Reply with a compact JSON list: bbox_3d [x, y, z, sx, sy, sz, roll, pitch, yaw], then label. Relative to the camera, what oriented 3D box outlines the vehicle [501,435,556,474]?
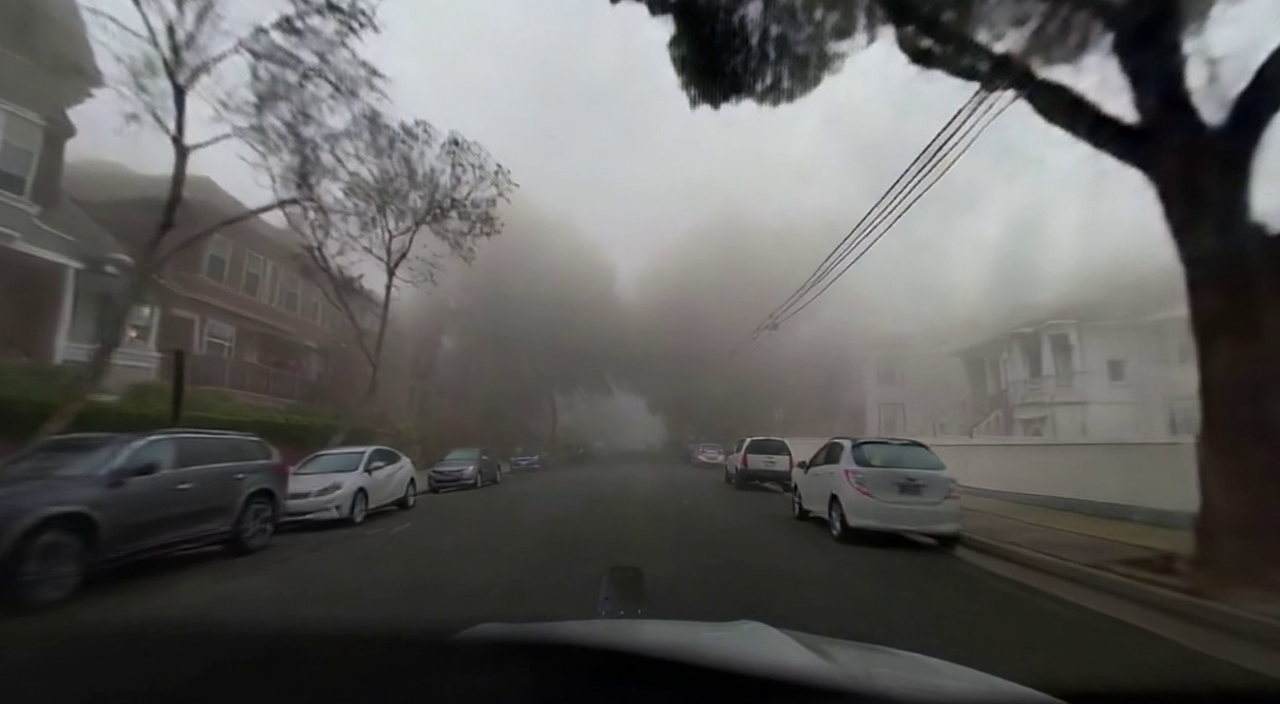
[{"bbox_3d":[-5.850,5.465,33.660,2.106,1.760,4.573,-4,-9,-1],"label":"vehicle"}]

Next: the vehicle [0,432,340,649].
[{"bbox_3d":[-5.748,1.800,7.202,2.169,1.574,5.016,-3,-8,1],"label":"vehicle"}]

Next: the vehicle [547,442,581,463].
[{"bbox_3d":[-5.597,7.481,47.034,1.998,1.485,4.476,0,-8,0],"label":"vehicle"}]

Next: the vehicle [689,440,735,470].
[{"bbox_3d":[3.786,5.515,34.067,1.968,1.505,4.368,0,-8,0],"label":"vehicle"}]

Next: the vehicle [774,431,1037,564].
[{"bbox_3d":[3.510,1.993,9.504,1.881,1.482,4.531,0,-8,-2],"label":"vehicle"}]

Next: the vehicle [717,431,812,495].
[{"bbox_3d":[3.530,3.249,18.821,1.950,1.647,4.425,0,-8,0],"label":"vehicle"}]

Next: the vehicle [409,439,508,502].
[{"bbox_3d":[-5.818,3.791,20.801,1.901,1.475,4.425,-4,-5,0],"label":"vehicle"}]
